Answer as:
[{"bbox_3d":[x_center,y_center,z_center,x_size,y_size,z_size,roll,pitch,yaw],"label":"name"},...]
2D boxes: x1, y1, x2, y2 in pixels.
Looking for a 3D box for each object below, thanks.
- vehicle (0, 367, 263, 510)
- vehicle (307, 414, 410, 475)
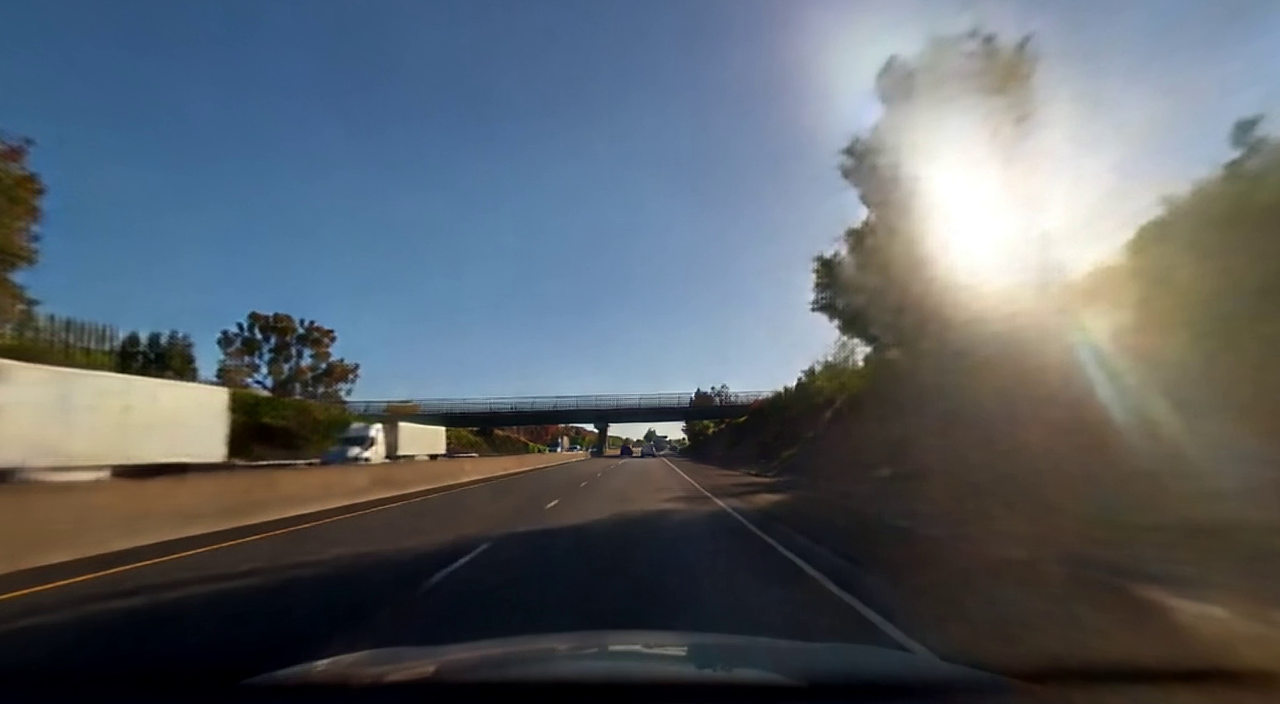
[{"bbox_3d":[-17.270,3.062,21.931,2.843,4.006,8.421,0,-9,1],"label":"vehicle"},{"bbox_3d":[-20.888,7.019,47.745,2.990,4.070,10.171,0,-9,1],"label":"vehicle"}]
